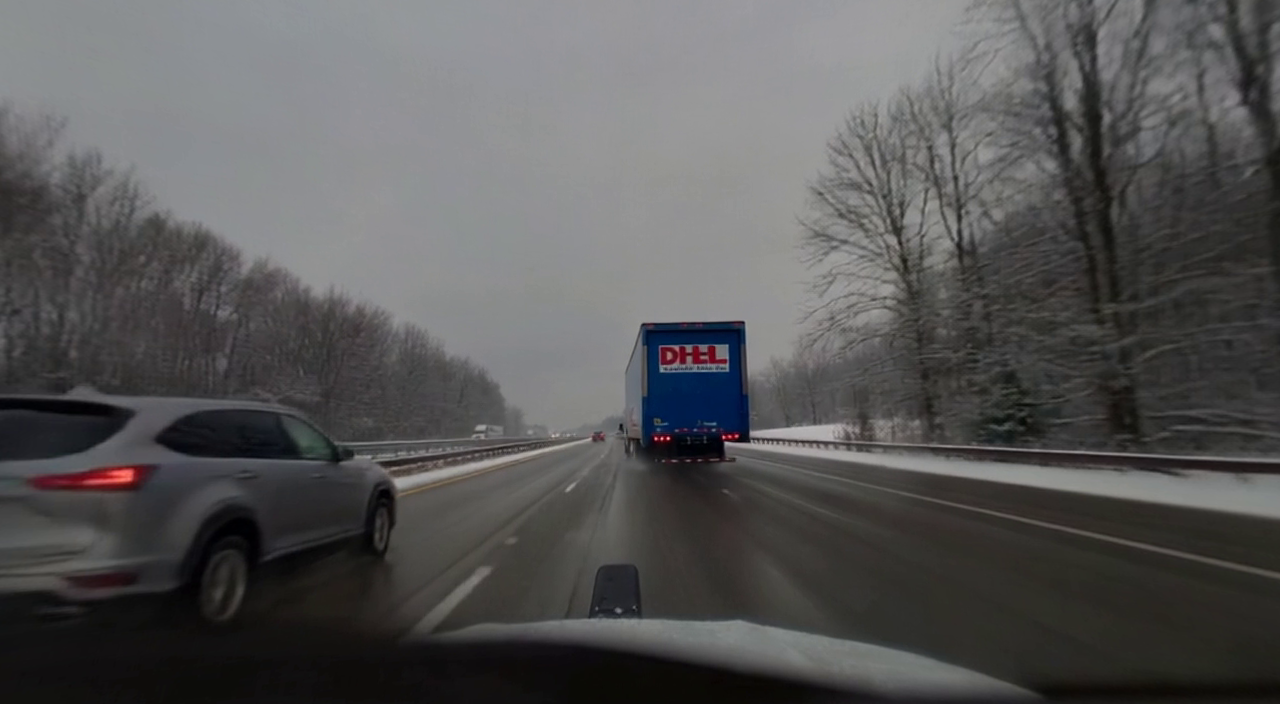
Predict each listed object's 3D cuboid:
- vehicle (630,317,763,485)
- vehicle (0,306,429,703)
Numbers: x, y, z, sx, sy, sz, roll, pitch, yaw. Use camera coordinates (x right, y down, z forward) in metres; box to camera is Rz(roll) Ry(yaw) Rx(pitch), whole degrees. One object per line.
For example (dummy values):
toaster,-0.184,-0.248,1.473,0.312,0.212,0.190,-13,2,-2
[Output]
vehicle,1.336,1.785,20.190,3.011,4.211,8.926,0,-8,-3
vehicle,-3.673,1.039,4.758,2.394,1.787,5.186,0,-8,-1
